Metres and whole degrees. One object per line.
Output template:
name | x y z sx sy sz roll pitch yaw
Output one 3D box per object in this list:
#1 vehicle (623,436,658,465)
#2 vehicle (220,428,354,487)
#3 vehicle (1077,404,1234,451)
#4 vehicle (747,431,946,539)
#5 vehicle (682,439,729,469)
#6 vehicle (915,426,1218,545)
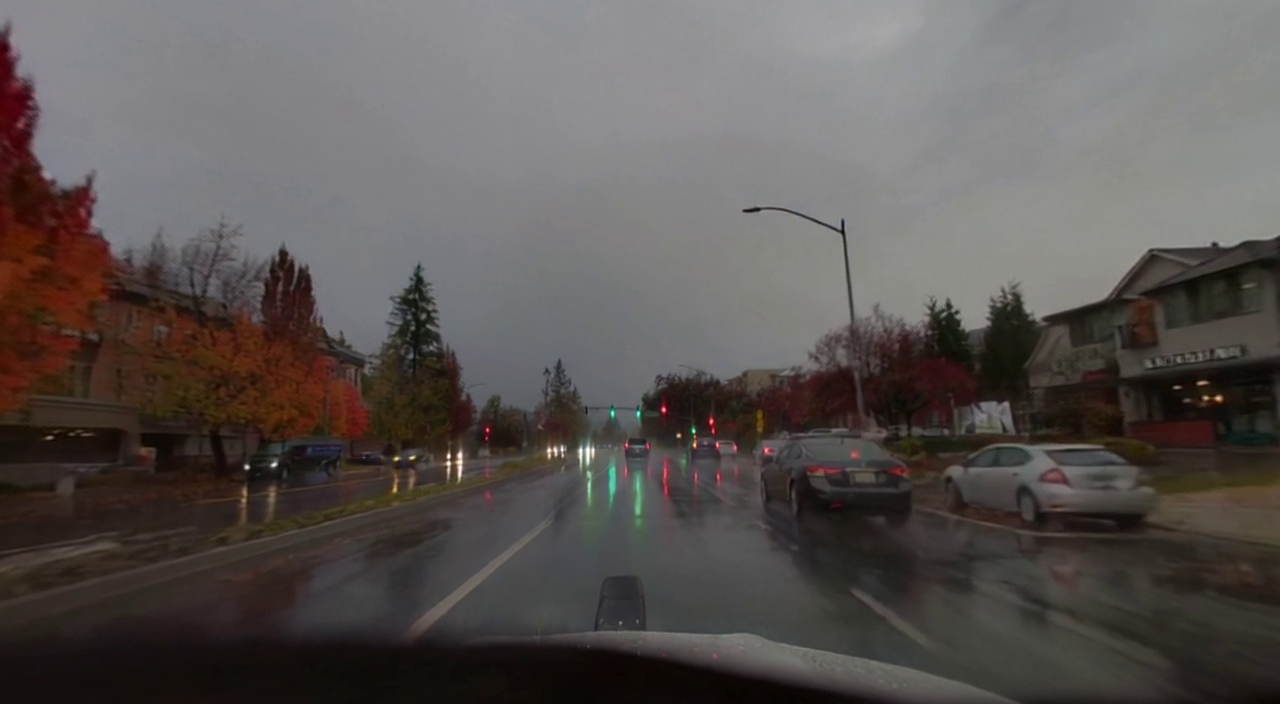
vehicle | 0.034 6.826 43.760 2.239 1.856 4.815 0 -9 0
vehicle | -22.267 6.729 40.609 2.961 3.271 9.547 0 -9 1
vehicle | 21.772 3.285 26.768 2.025 1.768 4.672 6 -11 -38
vehicle | 3.320 2.227 11.241 1.977 1.498 4.521 0 -9 -1
vehicle | 3.574 5.718 35.323 2.178 1.546 4.311 0 -9 0
vehicle | 6.856 2.180 10.976 2.061 1.593 4.602 0 -9 0
